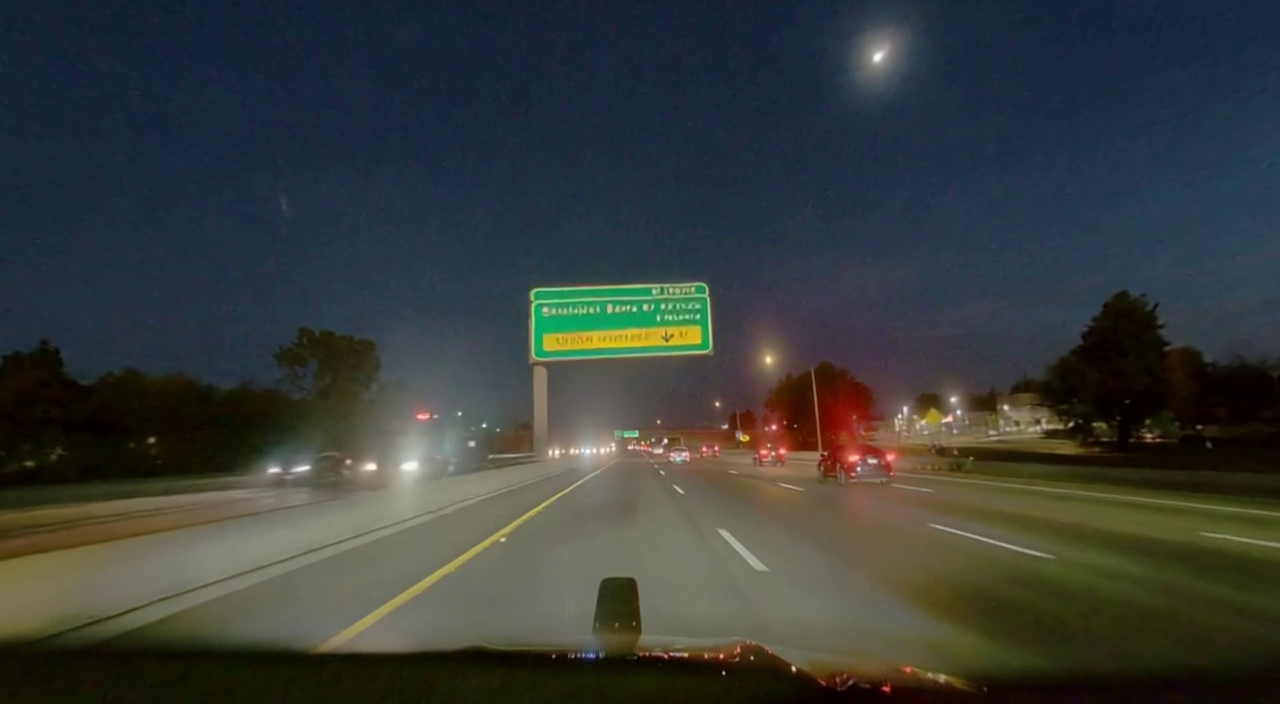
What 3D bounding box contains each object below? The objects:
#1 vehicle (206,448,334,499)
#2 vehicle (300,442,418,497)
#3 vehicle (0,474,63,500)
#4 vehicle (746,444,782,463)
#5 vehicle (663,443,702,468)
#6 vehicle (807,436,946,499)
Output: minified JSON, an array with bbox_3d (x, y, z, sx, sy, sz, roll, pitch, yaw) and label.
[{"bbox_3d":[-13.323,4.374,23.153,1.989,1.628,4.420,-1,-8,0],"label":"vehicle"},{"bbox_3d":[-10.029,4.192,23.037,2.147,1.758,4.619,-1,-8,0],"label":"vehicle"},{"bbox_3d":[-44.755,9.645,45.282,4.638,1.692,2.010,0,-9,-2],"label":"vehicle"},{"bbox_3d":[9.528,7.838,48.922,1.838,1.440,4.121,0,-8,-2],"label":"vehicle"},{"bbox_3d":[2.655,6.560,40.231,1.993,1.507,4.594,0,-8,-2],"label":"vehicle"},{"bbox_3d":[6.326,3.126,17.561,1.952,1.489,4.483,0,-8,-2],"label":"vehicle"}]
